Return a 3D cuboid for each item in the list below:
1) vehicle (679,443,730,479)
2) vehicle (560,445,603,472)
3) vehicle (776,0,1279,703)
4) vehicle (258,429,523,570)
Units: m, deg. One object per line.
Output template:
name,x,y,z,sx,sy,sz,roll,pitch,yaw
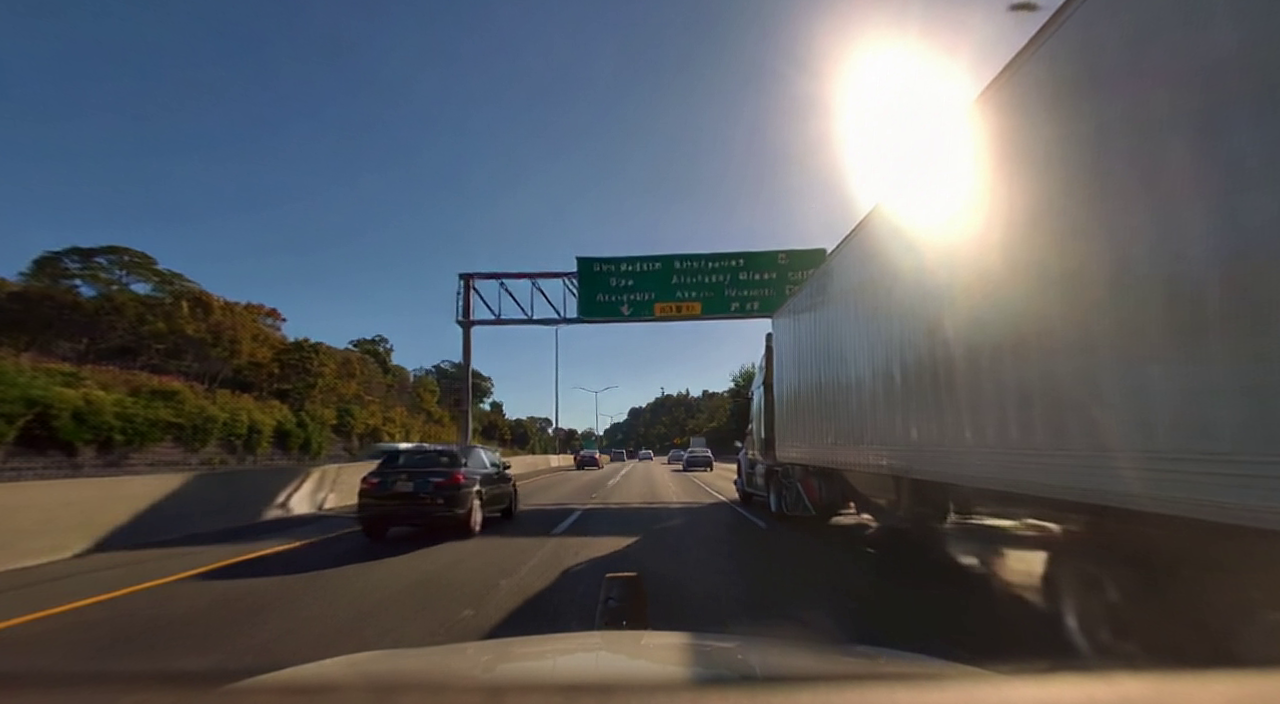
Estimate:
vehicle,2.793,4.863,28.454,2.040,1.461,4.822,-1,-8,3
vehicle,-3.426,6.360,37.913,2.099,1.494,4.504,-1,-8,1
vehicle,3.980,0.267,5.985,2.985,3.895,11.239,-1,-8,1
vehicle,-3.334,2.066,9.811,1.974,1.589,5.047,-1,-8,1
